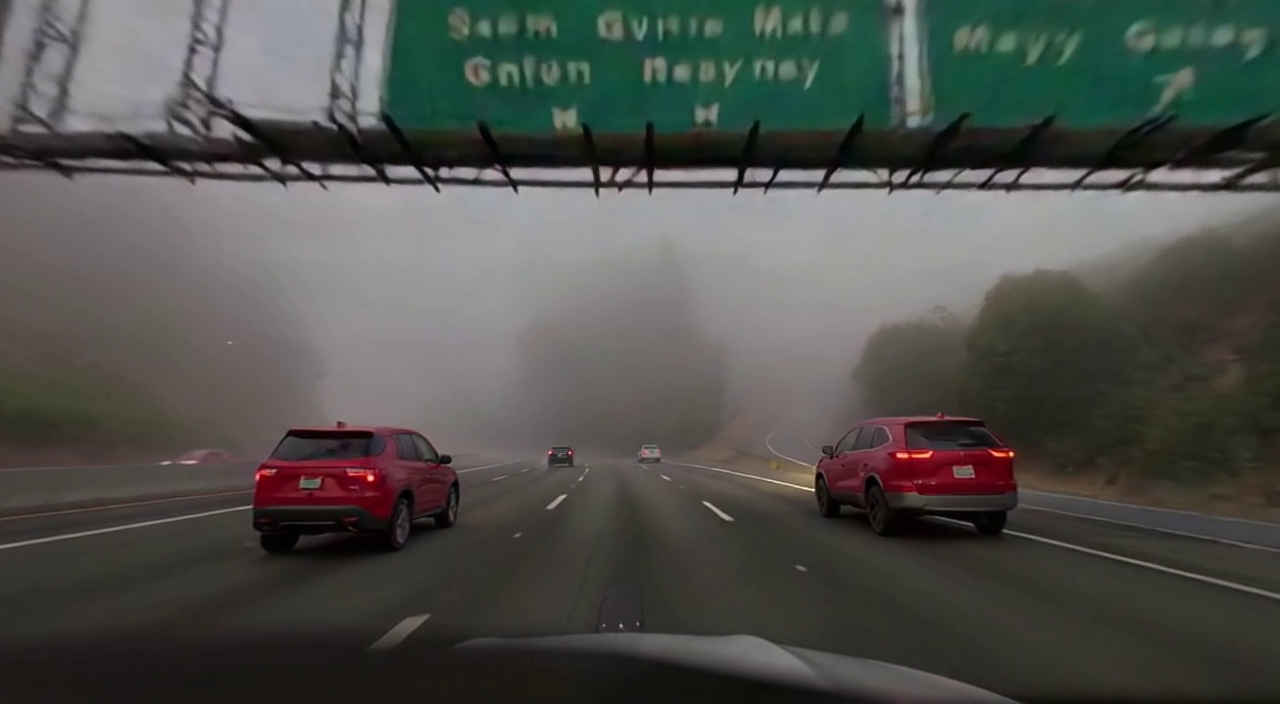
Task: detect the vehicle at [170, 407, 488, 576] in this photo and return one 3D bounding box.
[{"bbox_3d":[-3.835,1.819,9.030,2.213,1.766,4.598,0,-9,-1],"label":"vehicle"}]

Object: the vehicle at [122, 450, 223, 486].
[{"bbox_3d":[-29.319,7.274,39.965,2.214,2.067,5.745,0,-9,-3],"label":"vehicle"}]

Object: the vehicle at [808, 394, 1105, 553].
[{"bbox_3d":[4.463,1.822,10.076,2.103,1.903,4.837,0,-9,-1],"label":"vehicle"}]
